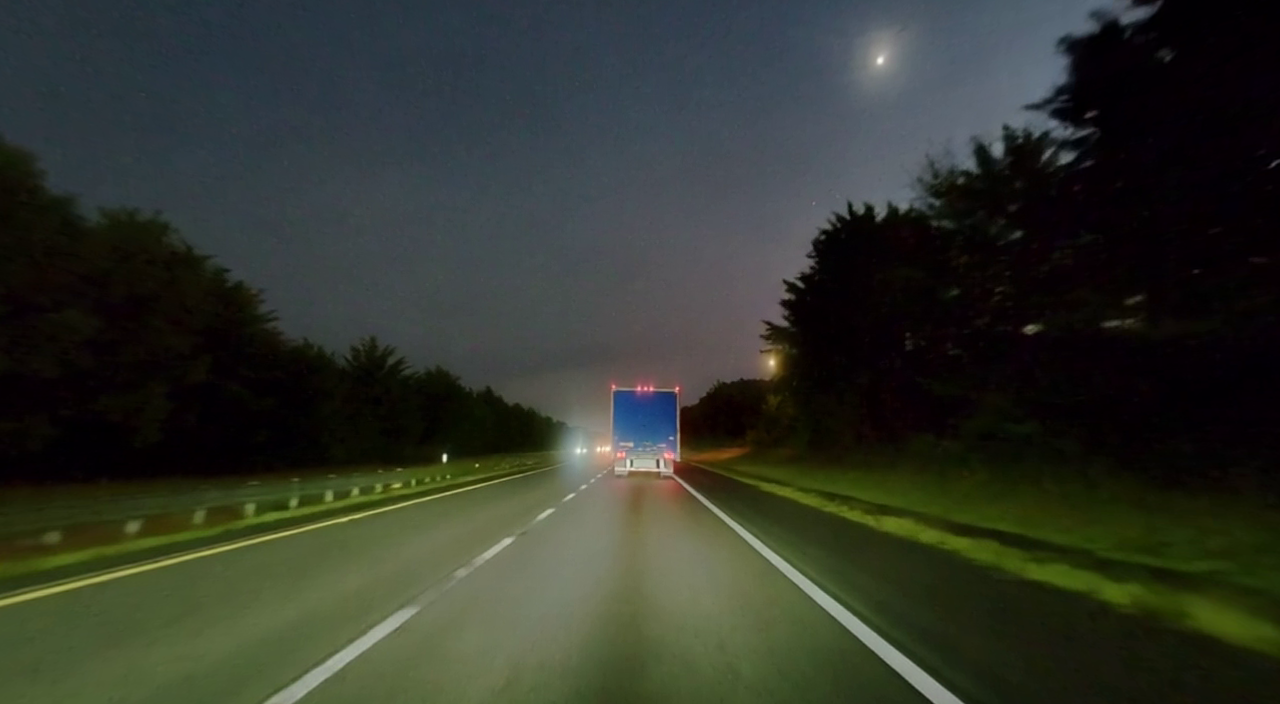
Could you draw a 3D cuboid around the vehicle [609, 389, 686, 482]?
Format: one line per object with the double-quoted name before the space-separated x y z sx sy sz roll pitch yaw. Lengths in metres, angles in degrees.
"vehicle" 0.136 3.845 28.502 2.913 3.530 8.648 0 -9 -2
